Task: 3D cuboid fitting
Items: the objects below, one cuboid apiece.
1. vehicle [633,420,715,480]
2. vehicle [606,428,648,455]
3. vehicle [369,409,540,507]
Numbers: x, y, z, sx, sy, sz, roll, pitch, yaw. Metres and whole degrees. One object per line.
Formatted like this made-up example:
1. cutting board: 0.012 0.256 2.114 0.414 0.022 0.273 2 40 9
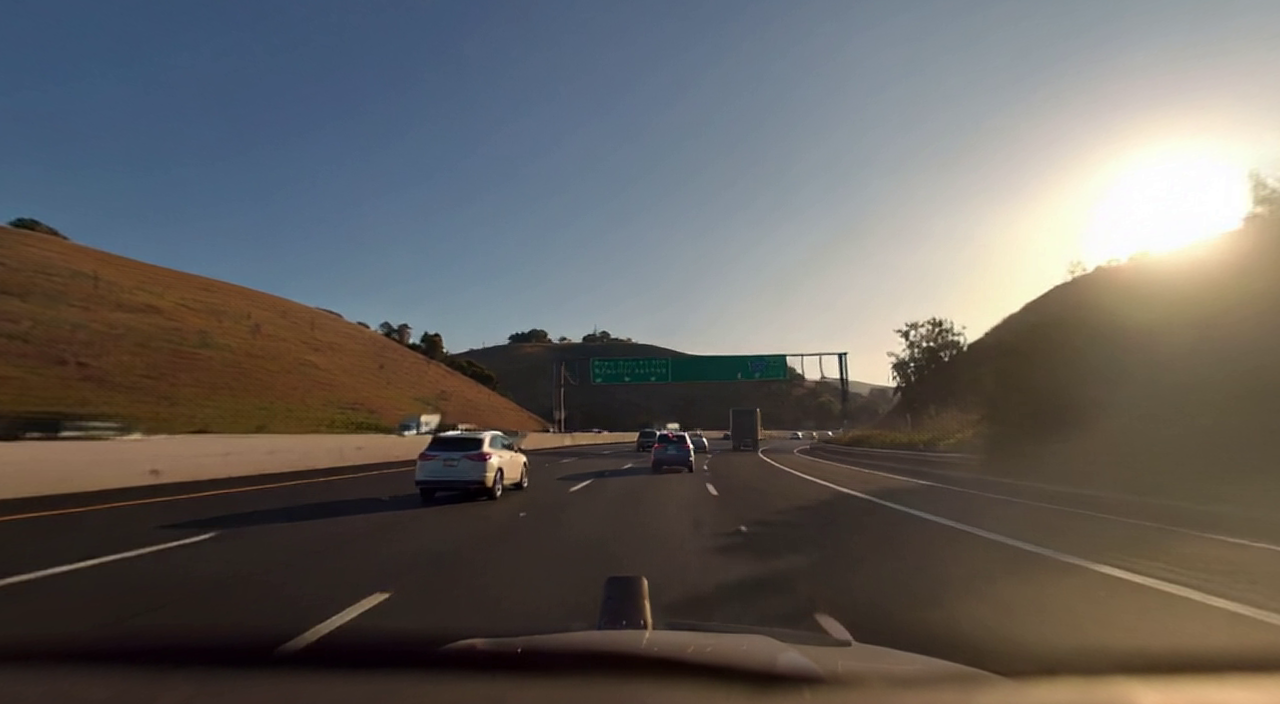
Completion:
1. vehicle: 1.164 3.321 21.556 2.484 1.820 4.497 -1 -8 4
2. vehicle: -0.815 6.101 42.810 2.194 1.702 4.305 -1 -8 8
3. vehicle: -3.672 2.209 13.499 2.077 1.712 4.406 -1 -8 4
